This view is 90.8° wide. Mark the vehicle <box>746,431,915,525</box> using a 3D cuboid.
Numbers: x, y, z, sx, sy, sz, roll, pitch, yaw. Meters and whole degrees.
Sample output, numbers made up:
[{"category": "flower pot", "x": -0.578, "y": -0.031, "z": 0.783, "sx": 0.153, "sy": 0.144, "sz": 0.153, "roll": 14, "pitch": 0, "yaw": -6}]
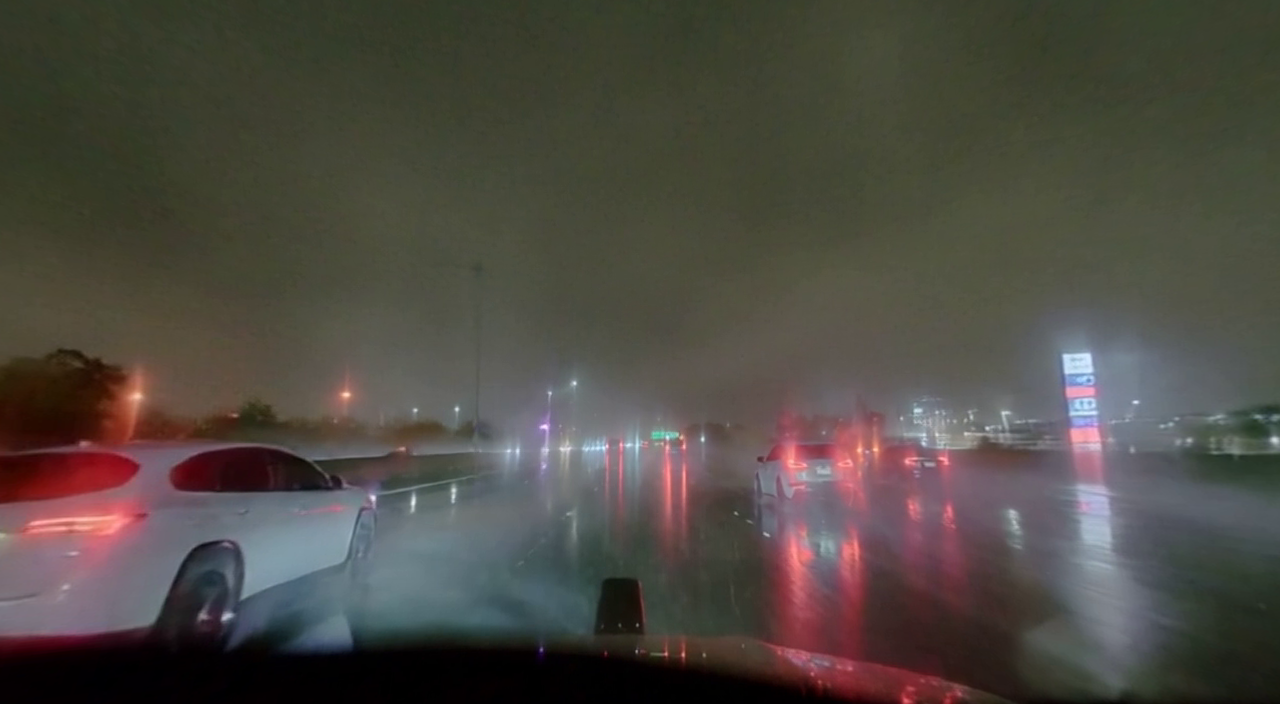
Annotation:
[{"category": "vehicle", "x": 3.463, "y": 2.365, "z": 12.409, "sx": 1.961, "sy": 1.504, "sz": 4.094, "roll": 0, "pitch": -8, "yaw": -1}]

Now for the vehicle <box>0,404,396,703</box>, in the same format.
[{"category": "vehicle", "x": -3.506, "y": 1.239, "z": 4.220, "sx": 1.975, "sy": 1.536, "sz": 4.295, "roll": 0, "pitch": -8, "yaw": 1}]

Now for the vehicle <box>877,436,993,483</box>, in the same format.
[{"category": "vehicle", "x": 10.401, "y": 3.816, "z": 22.681, "sx": 2.019, "sy": 1.529, "sz": 4.385, "roll": 0, "pitch": -8, "yaw": -1}]
